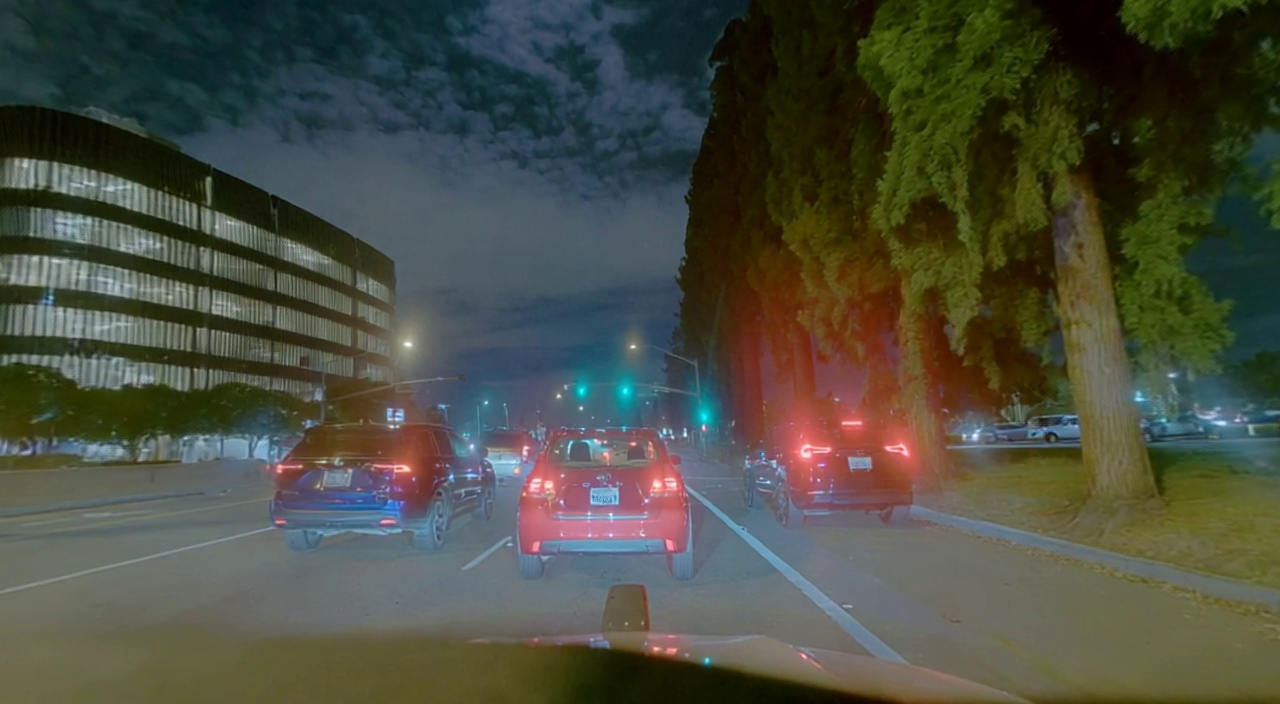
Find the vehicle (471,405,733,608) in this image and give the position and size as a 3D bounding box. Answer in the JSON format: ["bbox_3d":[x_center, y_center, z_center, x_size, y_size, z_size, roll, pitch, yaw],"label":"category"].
[{"bbox_3d":[-0.357,1.581,7.420,2.114,1.631,4.459,0,-8,-1],"label":"vehicle"}]

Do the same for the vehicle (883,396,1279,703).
[{"bbox_3d":[3.240,1.067,3.373,2.045,1.459,4.462,0,-8,-1],"label":"vehicle"}]

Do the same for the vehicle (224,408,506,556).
[{"bbox_3d":[-3.759,1.883,9.882,2.141,1.718,4.809,0,-8,1],"label":"vehicle"}]

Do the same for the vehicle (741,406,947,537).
[{"bbox_3d":[3.338,2.077,11.533,2.117,1.879,4.715,0,-8,-1],"label":"vehicle"}]
